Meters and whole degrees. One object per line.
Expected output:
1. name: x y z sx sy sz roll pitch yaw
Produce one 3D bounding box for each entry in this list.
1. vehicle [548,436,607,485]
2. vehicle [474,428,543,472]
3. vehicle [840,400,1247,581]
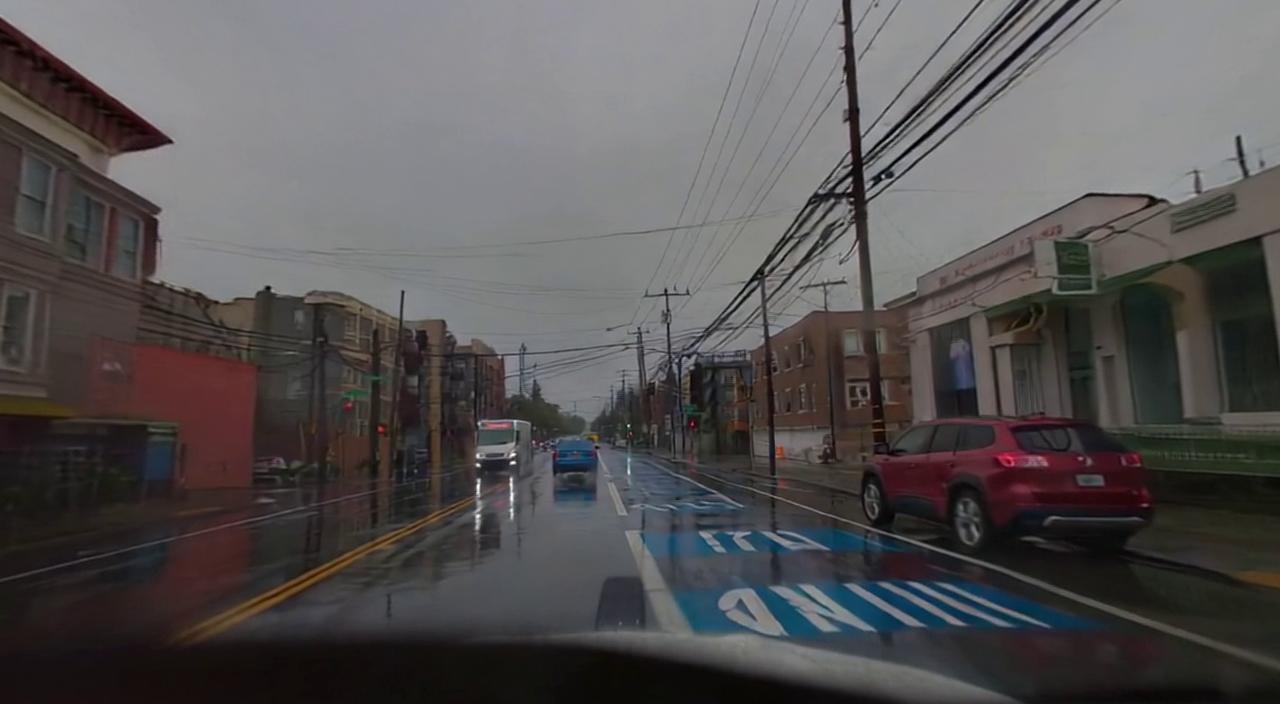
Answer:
1. vehicle: -2.246 3.995 23.557 1.980 1.635 3.795 0 -8 -3
2. vehicle: -7.490 5.723 37.088 2.704 2.334 7.209 0 -8 -2
3. vehicle: 5.276 1.895 9.688 2.197 1.917 5.637 0 -8 -4
